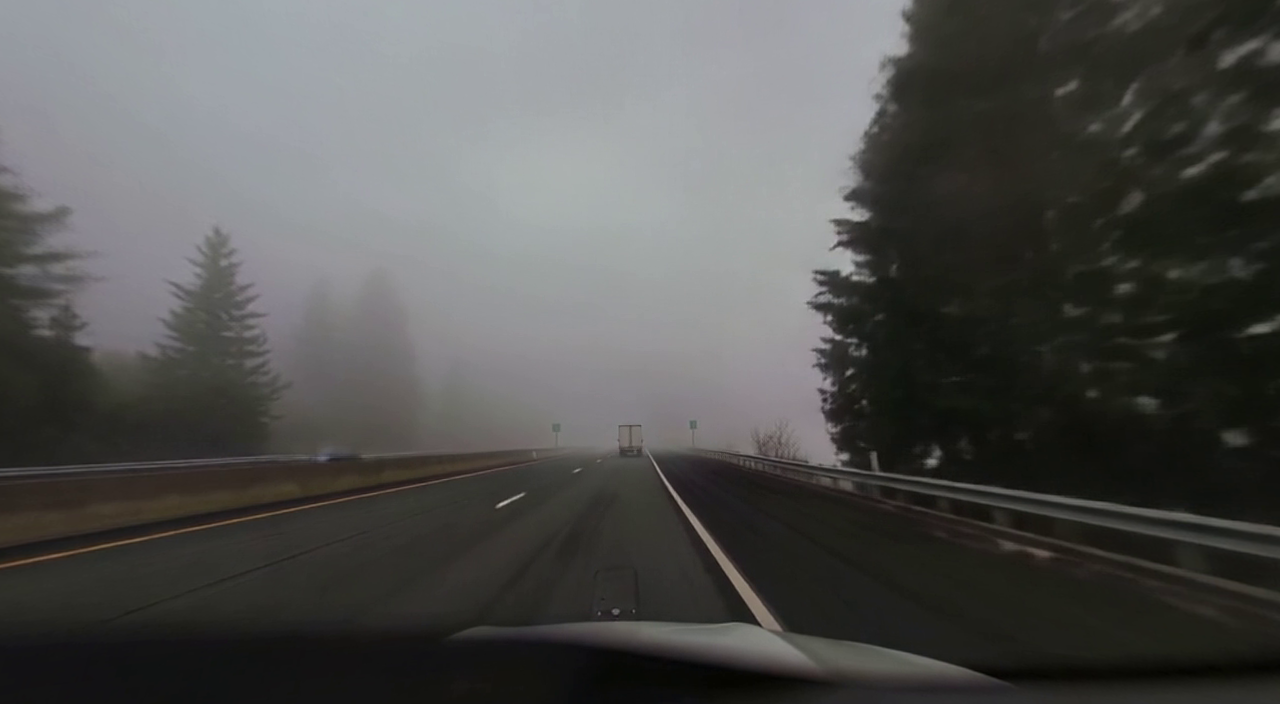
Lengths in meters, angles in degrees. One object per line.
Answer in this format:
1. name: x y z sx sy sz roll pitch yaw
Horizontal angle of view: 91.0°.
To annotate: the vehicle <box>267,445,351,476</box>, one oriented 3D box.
1. vehicle: -17.360 5.674 33.307 1.897 1.479 4.598 -1 -8 1
